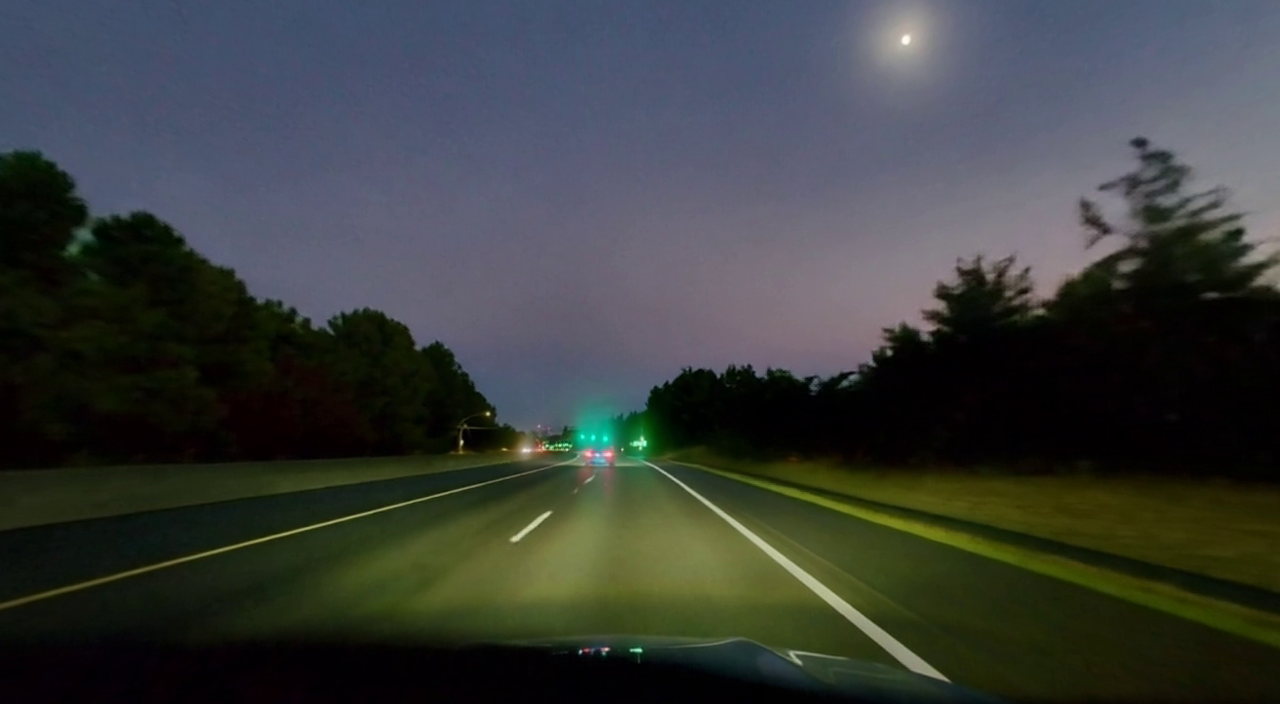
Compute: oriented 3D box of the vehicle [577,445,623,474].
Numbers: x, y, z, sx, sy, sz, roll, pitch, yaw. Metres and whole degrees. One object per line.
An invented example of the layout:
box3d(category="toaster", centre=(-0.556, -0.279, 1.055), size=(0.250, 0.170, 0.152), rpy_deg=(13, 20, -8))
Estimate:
box3d(category="vehicle", centre=(-2.078, 5.742, 33.944), size=(2.126, 1.411, 4.433), rpy_deg=(0, -9, 1))
